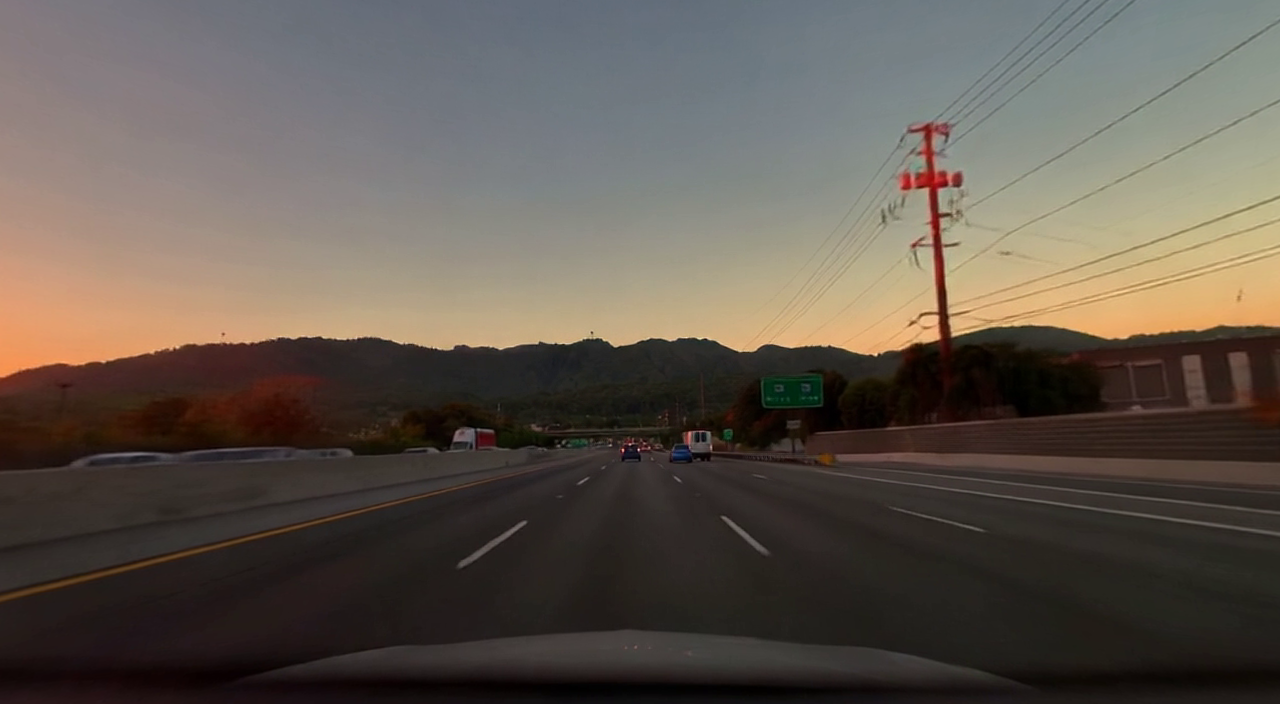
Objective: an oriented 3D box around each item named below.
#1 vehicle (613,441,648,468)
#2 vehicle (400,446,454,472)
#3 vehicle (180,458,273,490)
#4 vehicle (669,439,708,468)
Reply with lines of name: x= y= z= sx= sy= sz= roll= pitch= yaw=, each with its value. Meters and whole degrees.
vehicle: x=-0.691 y=7.128 z=44.048 sx=2.325 sy=1.712 sz=4.592 roll=0 pitch=-9 yaw=-1
vehicle: x=-13.864 y=6.952 z=41.309 sx=1.968 sy=1.563 sz=4.376 roll=0 pitch=-9 yaw=0
vehicle: x=-21.461 y=6.306 z=33.047 sx=1.849 sy=1.463 sz=4.466 roll=0 pitch=-9 yaw=0
vehicle: x=3.147 y=6.742 z=42.017 sx=2.036 sy=1.796 sz=4.470 roll=0 pitch=-9 yaw=-2
